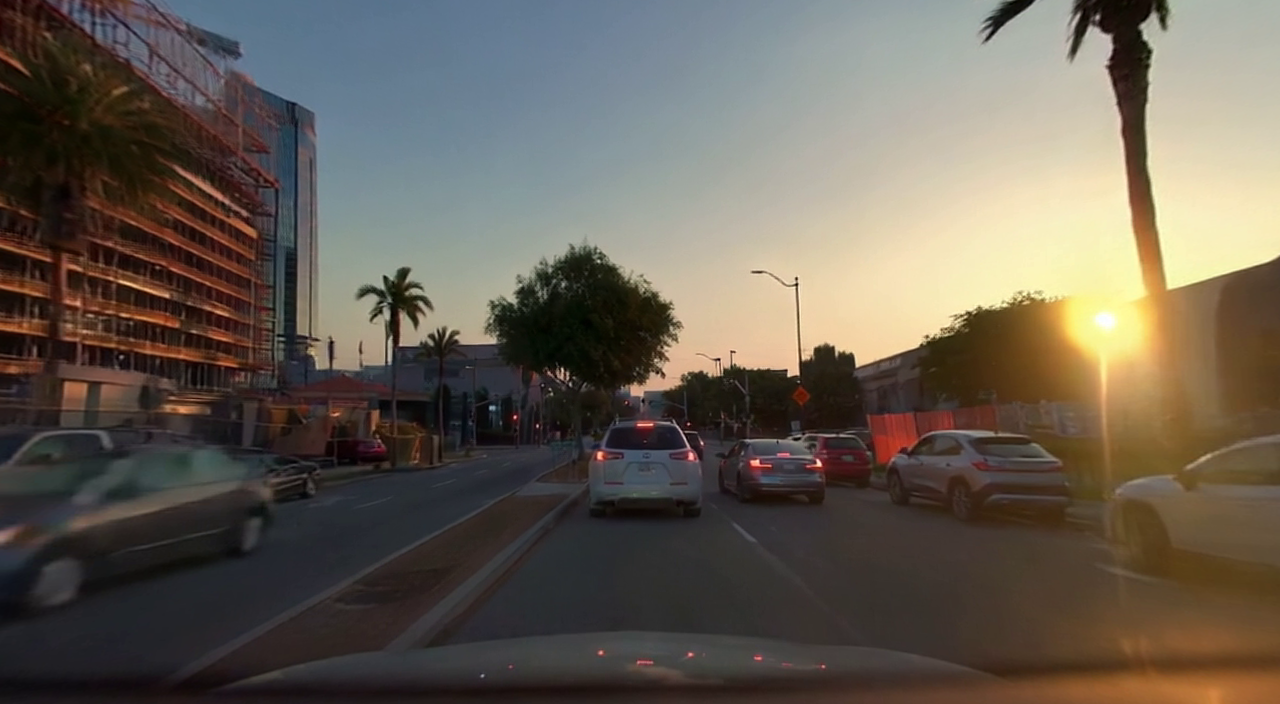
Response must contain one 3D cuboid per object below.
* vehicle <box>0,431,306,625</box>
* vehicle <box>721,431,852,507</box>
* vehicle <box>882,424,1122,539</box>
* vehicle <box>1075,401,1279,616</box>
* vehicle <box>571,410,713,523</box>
[{"bbox_3d":[-5.953,1.692,7.124,2.020,1.486,4.363,0,-8,-1],"label":"vehicle"},{"bbox_3d":[3.154,2.616,14.537,1.999,1.487,3.939,0,-8,-1],"label":"vehicle"},{"bbox_3d":[6.180,2.185,11.489,1.819,1.672,4.139,0,-7,-1],"label":"vehicle"},{"bbox_3d":[6.346,1.336,5.445,1.886,1.792,4.525,0,-8,-1],"label":"vehicle"},{"bbox_3d":[0.017,2.144,12.287,2.264,1.798,4.258,0,-8,0],"label":"vehicle"}]
